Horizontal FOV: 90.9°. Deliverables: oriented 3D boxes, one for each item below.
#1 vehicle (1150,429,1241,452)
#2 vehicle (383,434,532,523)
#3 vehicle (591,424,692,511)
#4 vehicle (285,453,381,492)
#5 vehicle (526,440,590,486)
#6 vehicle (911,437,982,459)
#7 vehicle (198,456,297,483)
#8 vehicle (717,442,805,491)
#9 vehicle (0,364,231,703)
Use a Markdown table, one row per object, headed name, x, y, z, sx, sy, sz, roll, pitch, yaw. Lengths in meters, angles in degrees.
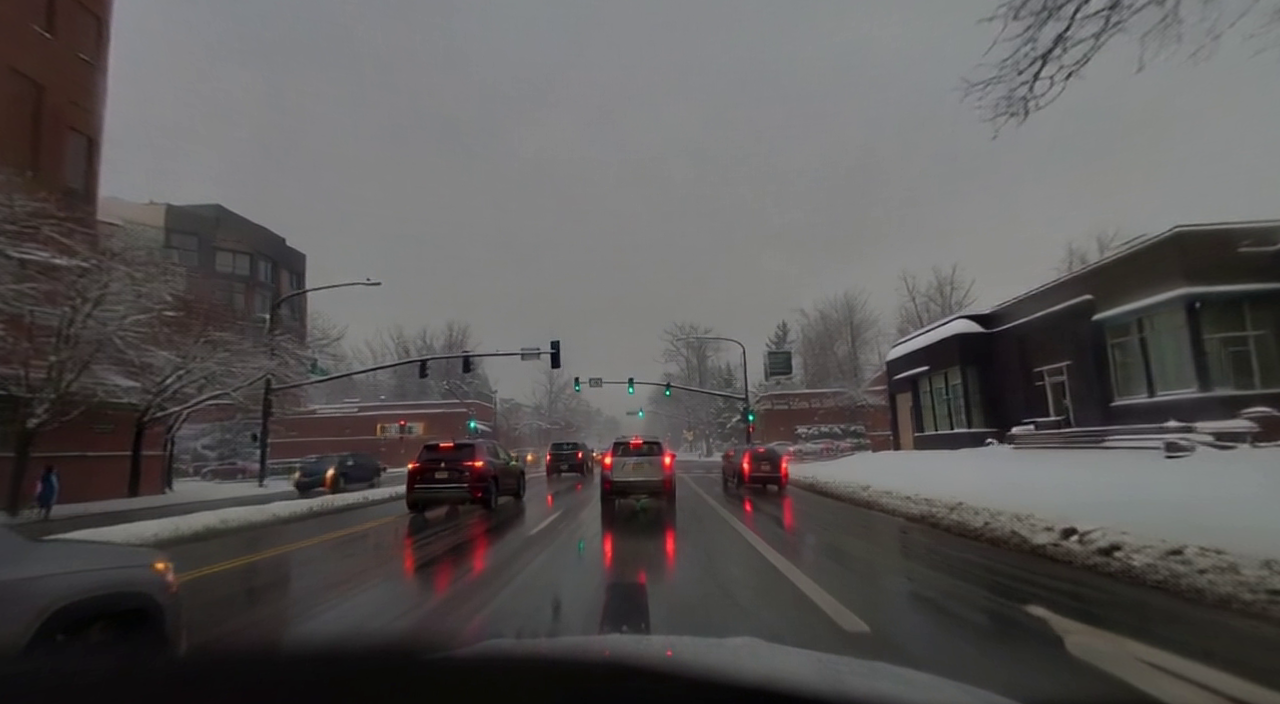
| name | x | y | z | sx | sy | sz | roll | pitch | yaw |
| --- | --- | --- | --- | --- | --- | --- | --- | --- | --- |
| vehicle | 38.588 | 6.178 | 43.887 | 4.169 | 1.475 | 2.059 | -3 | -9 | 17 |
| vehicle | -3.728 | 2.641 | 13.749 | 1.886 | 1.599 | 4.247 | 0 | -8 | 1 |
| vehicle | 0.060 | 2.685 | 15.077 | 2.075 | 1.770 | 4.018 | 0 | -8 | 1 |
| vehicle | -14.524 | 5.681 | 30.173 | 2.115 | 1.654 | 4.727 | 0 | -8 | 2 |
| vehicle | -3.197 | 4.385 | 25.226 | 1.894 | 1.642 | 3.861 | 0 | -8 | 2 |
| vehicle | 23.106 | 7.256 | 47.674 | 4.361 | 1.478 | 1.909 | -4 | -9 | 10 |
| vehicle | -29.566 | 8.845 | 47.689 | 2.021 | 1.802 | 5.987 | -5 | -10 | 31 |
| vehicle | 3.946 | 3.813 | 21.407 | 1.986 | 1.457 | 4.566 | 0 | -8 | -1 |
| vehicle | -3.323 | 0.706 | 1.209 | 1.975 | 1.624 | 4.481 | 0 | -8 | 1 |
